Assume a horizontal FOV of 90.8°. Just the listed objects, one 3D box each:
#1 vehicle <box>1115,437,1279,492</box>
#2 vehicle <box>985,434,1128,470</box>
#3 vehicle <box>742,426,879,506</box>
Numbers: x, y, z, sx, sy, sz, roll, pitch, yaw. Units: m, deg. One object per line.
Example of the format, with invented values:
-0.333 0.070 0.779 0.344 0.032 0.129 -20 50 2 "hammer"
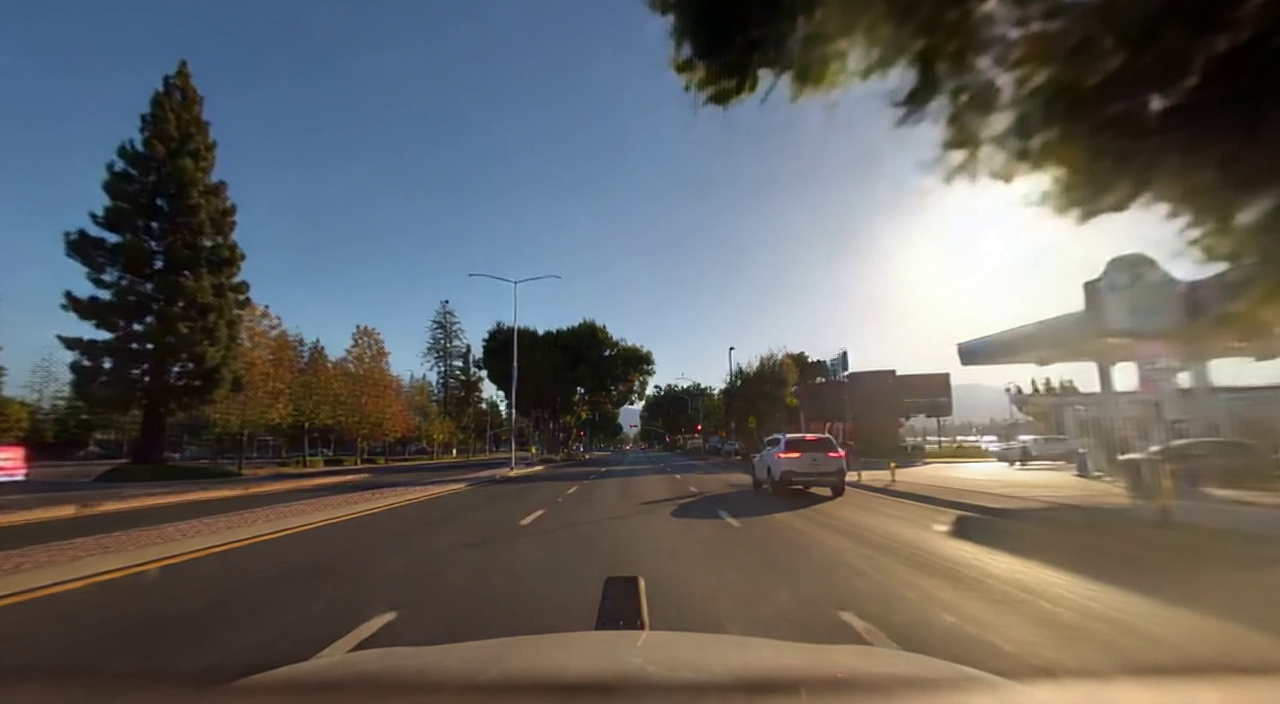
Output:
15.871 3.155 17.896 3.383 1.393 1.730 1 -8 3 "vehicle"
23.287 5.610 35.551 6.404 1.894 2.275 0 -8 0 "vehicle"
4.449 3.079 17.530 2.245 1.864 5.076 0 -9 -2 "vehicle"
